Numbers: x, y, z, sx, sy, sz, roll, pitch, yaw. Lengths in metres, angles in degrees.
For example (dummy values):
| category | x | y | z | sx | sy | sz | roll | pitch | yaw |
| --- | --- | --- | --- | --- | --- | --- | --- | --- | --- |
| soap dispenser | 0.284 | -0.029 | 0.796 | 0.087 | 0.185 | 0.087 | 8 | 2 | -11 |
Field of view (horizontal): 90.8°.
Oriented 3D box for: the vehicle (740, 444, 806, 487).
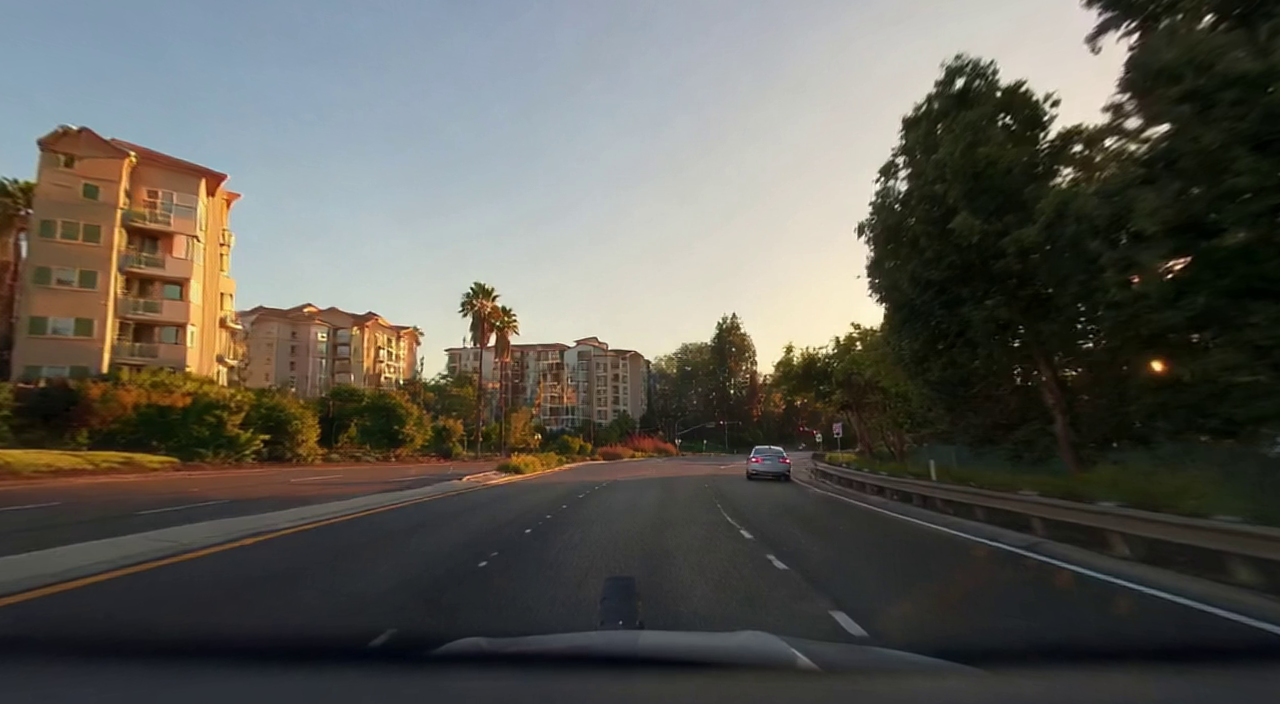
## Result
| category | x | y | z | sx | sy | sz | roll | pitch | yaw |
| --- | --- | --- | --- | --- | --- | --- | --- | --- | --- |
| vehicle | 4.999 | 4.306 | 24.299 | 1.993 | 1.483 | 3.821 | -1 | -9 | 5 |
